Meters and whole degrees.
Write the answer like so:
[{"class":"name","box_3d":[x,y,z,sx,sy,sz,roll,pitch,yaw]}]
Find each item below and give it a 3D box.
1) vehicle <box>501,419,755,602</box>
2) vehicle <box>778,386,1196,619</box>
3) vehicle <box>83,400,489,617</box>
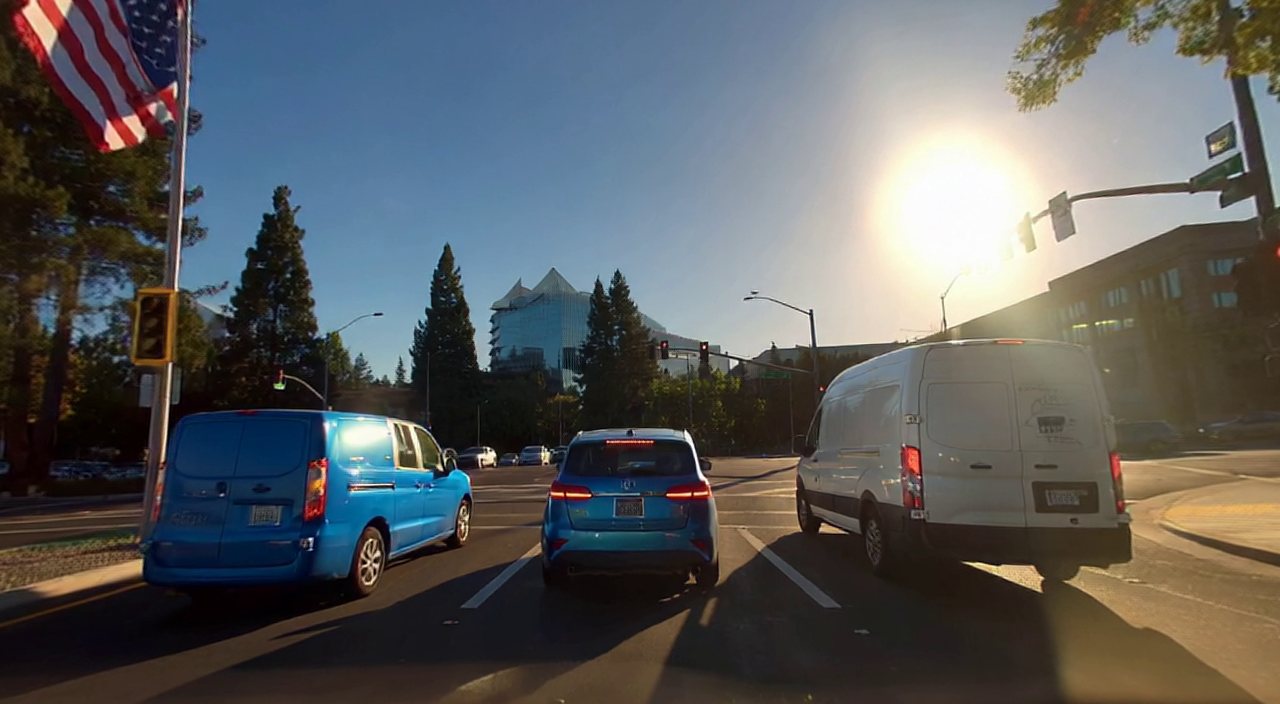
[{"class":"vehicle","box_3d":[-0.136,1.622,7.342,2.098,1.494,4.118,0,-9,-1]},{"class":"vehicle","box_3d":[3.096,1.465,7.024,2.178,1.746,4.400,0,-9,1]},{"class":"vehicle","box_3d":[-3.298,1.528,7.038,2.024,1.677,3.998,-1,-9,3]}]
